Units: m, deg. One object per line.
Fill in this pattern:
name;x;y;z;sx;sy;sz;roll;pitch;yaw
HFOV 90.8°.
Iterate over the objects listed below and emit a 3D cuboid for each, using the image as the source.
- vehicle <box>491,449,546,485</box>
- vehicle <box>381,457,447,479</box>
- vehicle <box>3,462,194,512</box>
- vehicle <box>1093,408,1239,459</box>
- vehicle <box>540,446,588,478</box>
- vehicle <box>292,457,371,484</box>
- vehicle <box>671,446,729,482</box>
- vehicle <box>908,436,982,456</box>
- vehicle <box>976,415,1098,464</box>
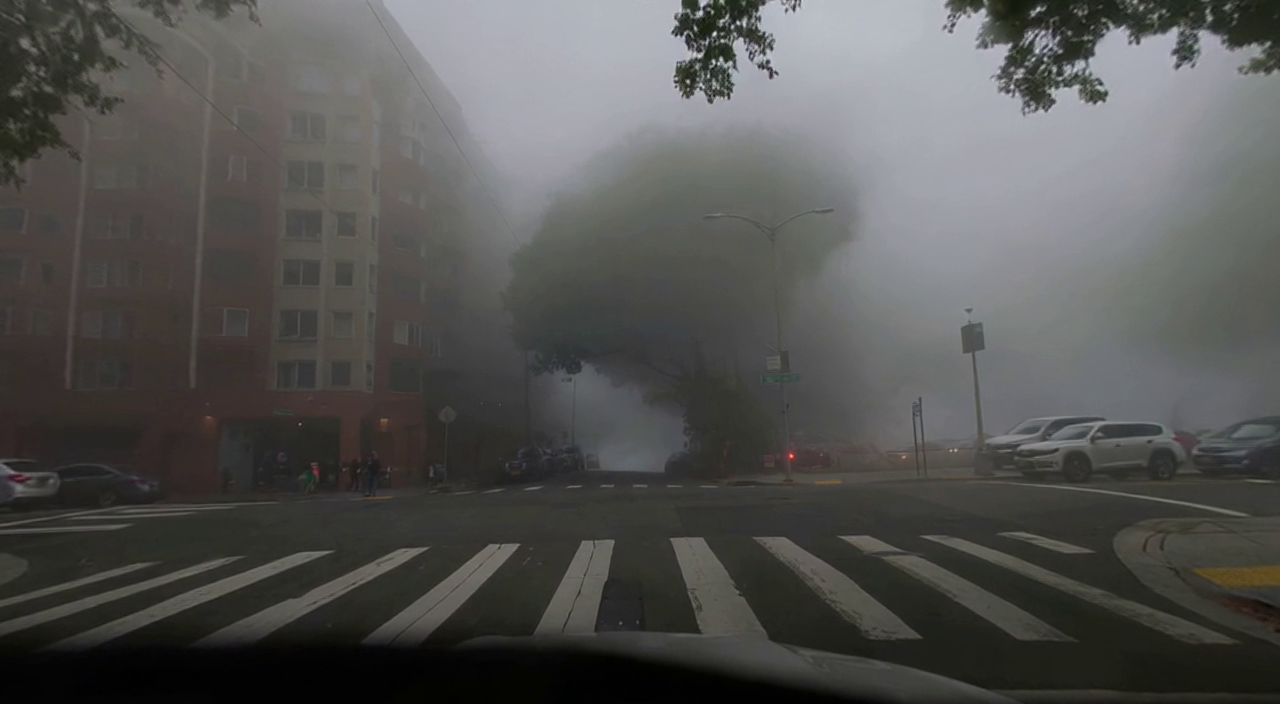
vehicle;-7.617;7.249;40.251;2.193;1.814;5.061;-9;-8;0
vehicle;-16.931;8.668;47.376;4.203;1.544;1.889;0;-8;2
vehicle;-17.316;4.316;20.372;4.439;1.448;1.793;0;-9;0
vehicle;22.304;3.532;27.144;2.137;1.962;4.988;-1;-8;3
vehicle;-4.436;6.550;37.700;2.102;1.768;4.290;-1;-9;3
vehicle;-23.156;8.889;47.482;4.844;1.836;2.117;-1;-8;5
vehicle;3.253;5.874;33.548;1.942;1.603;3.785;1;-7;23
vehicle;23.013;7.087;47.772;4.528;1.475;2.070;0;-8;3
vehicle;16.743;3.790;26.997;2.041;1.921;4.574;0;-9;-2
